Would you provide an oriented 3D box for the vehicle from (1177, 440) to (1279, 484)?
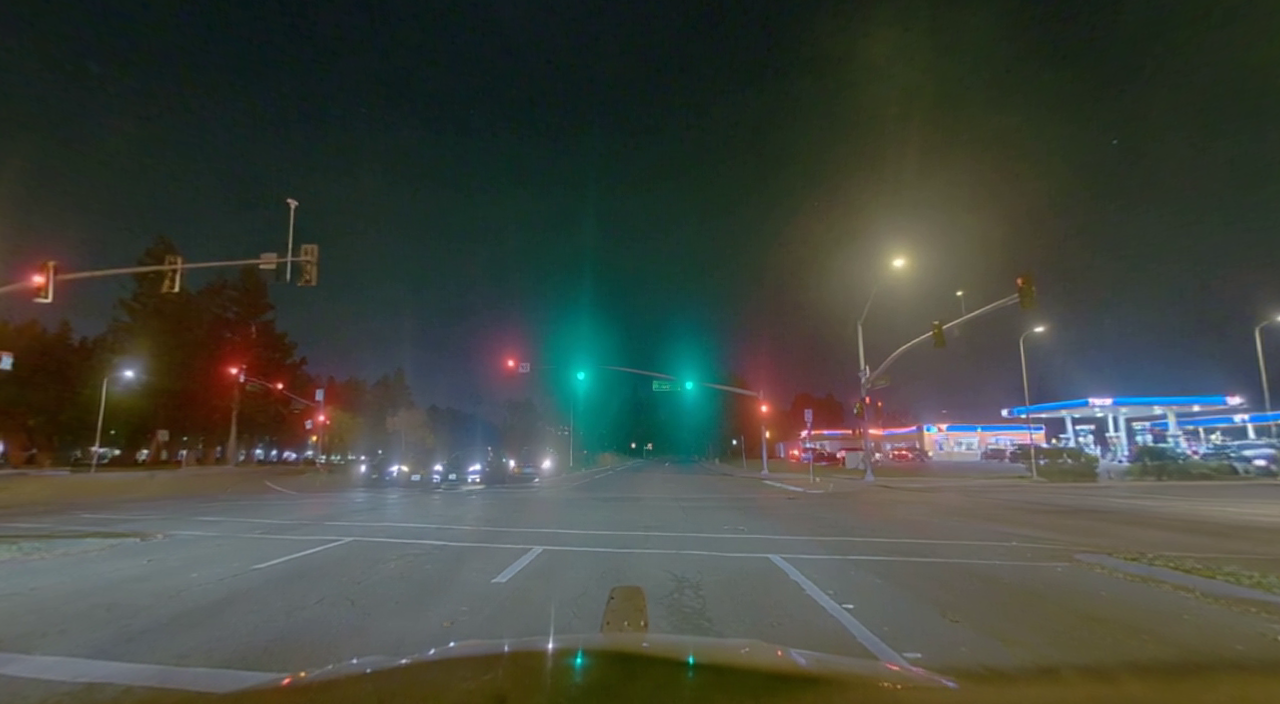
[{"bbox_3d":[22.090,3.781,21.838,4.716,1.455,2.060,-3,-9,17],"label":"vehicle"}]
